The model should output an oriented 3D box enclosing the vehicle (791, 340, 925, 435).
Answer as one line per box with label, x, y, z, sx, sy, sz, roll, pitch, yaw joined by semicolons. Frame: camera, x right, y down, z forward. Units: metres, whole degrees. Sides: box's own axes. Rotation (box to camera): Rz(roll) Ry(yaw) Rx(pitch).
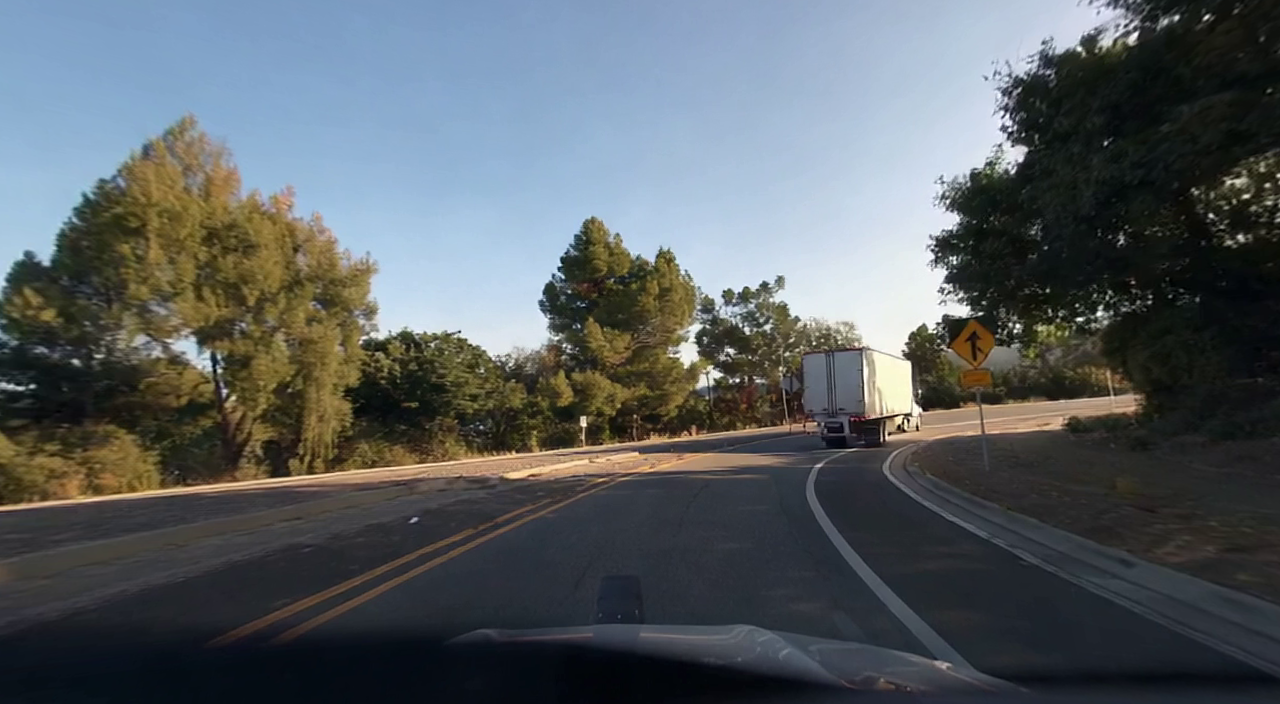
vehicle;10.668;2.034;29.756;2.837;3.712;10.484;-6;-10;36
